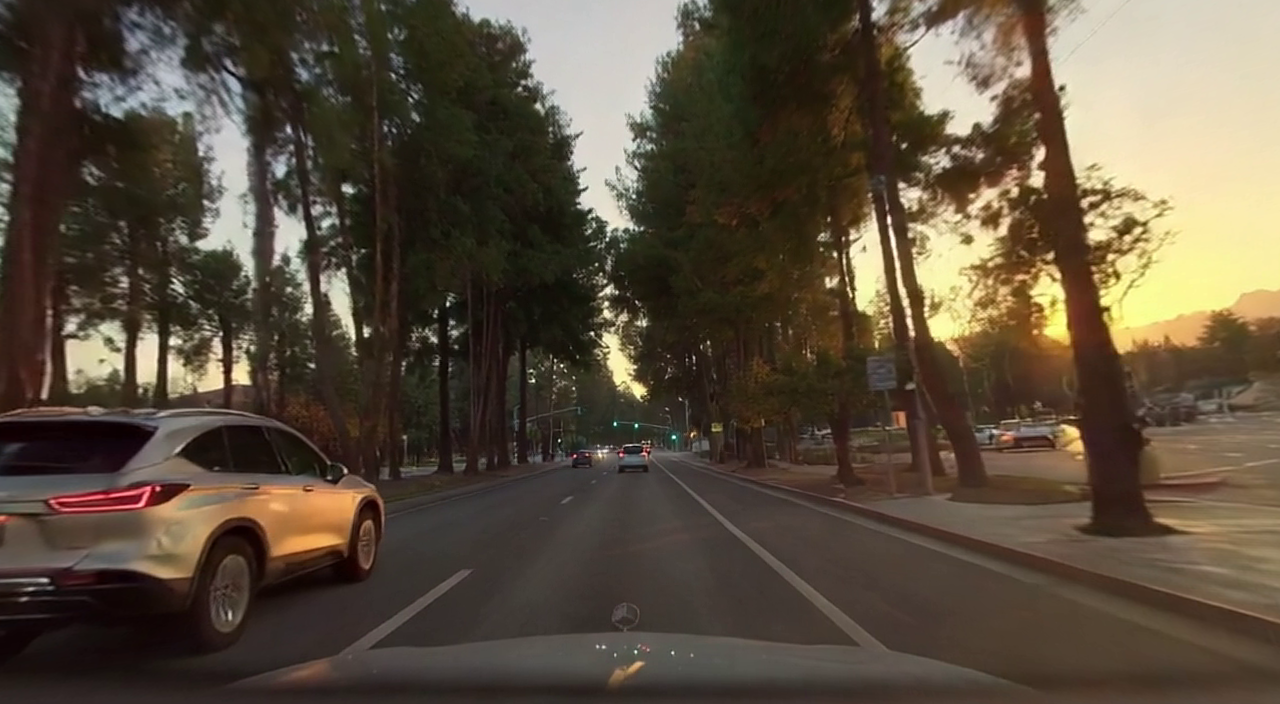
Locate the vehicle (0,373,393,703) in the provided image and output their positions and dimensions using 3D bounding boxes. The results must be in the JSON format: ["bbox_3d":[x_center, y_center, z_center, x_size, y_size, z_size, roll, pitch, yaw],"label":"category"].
[{"bbox_3d":[-4.042,1.303,5.590,1.860,1.741,4.479,0,-8,0],"label":"vehicle"}]

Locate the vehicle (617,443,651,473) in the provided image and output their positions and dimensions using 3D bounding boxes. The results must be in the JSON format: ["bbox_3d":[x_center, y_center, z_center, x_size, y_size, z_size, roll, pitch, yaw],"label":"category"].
[{"bbox_3d":[-0.366,6.523,39.108,2.018,1.769,3.897,0,-8,0],"label":"vehicle"}]

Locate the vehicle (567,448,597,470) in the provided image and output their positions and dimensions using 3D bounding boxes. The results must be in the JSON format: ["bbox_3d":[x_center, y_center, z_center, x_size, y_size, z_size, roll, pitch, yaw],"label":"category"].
[{"bbox_3d":[-4.290,8.015,47.358,1.936,1.538,4.016,0,-8,-1],"label":"vehicle"}]
